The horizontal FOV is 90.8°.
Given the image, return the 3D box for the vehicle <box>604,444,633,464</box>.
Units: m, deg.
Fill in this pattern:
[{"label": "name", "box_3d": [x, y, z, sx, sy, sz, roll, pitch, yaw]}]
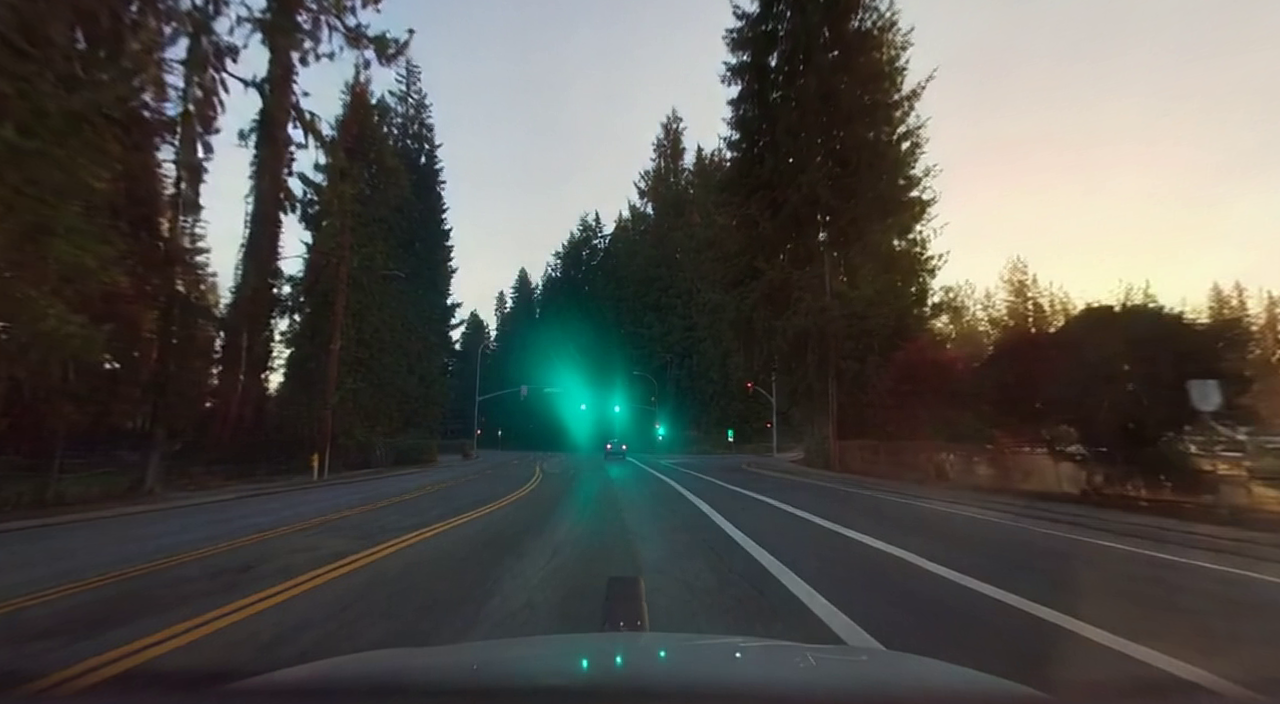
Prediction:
[{"label": "vehicle", "box_3d": [-1.657, 7.764, 48.222, 2.042, 1.489, 3.963, 1, -9, -4]}]
